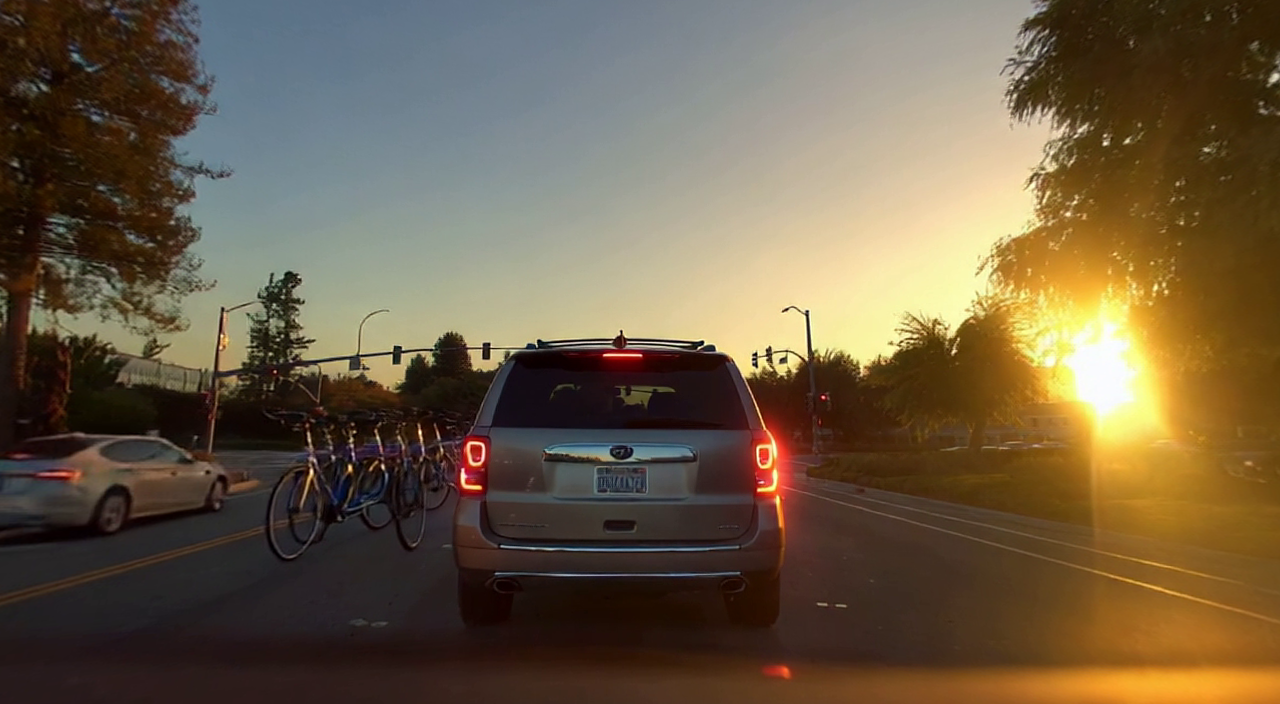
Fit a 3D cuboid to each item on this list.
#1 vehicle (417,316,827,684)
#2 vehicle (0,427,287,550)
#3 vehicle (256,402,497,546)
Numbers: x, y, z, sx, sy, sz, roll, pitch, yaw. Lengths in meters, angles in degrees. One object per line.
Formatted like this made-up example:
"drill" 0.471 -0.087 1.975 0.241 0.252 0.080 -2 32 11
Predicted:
"vehicle" -0.232 1.159 5.999 2.333 2.087 4.586 0 -8 -4
"vehicle" -7.939 2.029 10.151 2.024 1.511 4.550 0 -8 -2
"vehicle" -4.054 1.994 11.033 2.337 1.858 5.409 1 -9 -6
